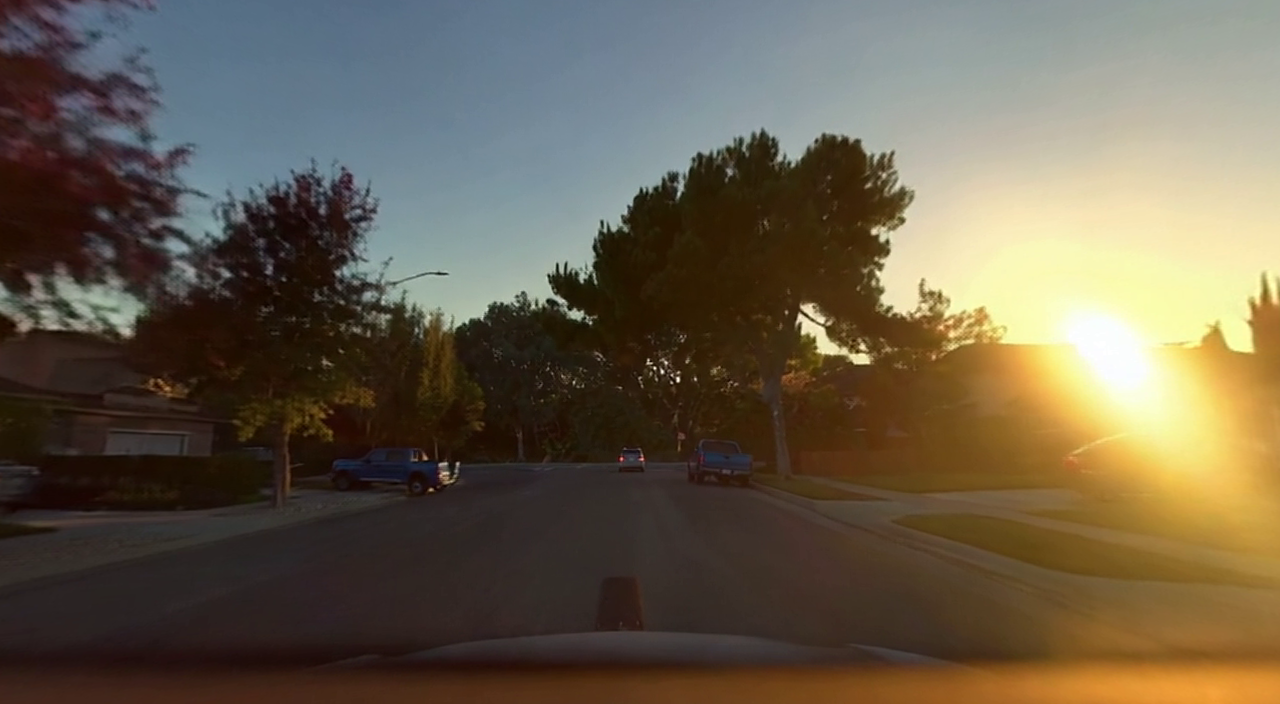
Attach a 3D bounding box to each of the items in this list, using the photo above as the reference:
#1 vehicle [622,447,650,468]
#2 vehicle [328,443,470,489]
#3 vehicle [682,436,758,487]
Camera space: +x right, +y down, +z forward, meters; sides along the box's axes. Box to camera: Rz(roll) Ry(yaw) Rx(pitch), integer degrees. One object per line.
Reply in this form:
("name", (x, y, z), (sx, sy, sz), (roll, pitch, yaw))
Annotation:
("vehicle", (-0.257, 7.998, 48.070), (2.064, 1.477, 3.968), (0, -9, 0))
("vehicle", (-9.766, 4.642, 25.867), (4.947, 1.769, 2.023), (0, -9, 2))
("vehicle", (3.205, 4.570, 26.734), (2.394, 1.901, 5.759), (0, -9, -1))
